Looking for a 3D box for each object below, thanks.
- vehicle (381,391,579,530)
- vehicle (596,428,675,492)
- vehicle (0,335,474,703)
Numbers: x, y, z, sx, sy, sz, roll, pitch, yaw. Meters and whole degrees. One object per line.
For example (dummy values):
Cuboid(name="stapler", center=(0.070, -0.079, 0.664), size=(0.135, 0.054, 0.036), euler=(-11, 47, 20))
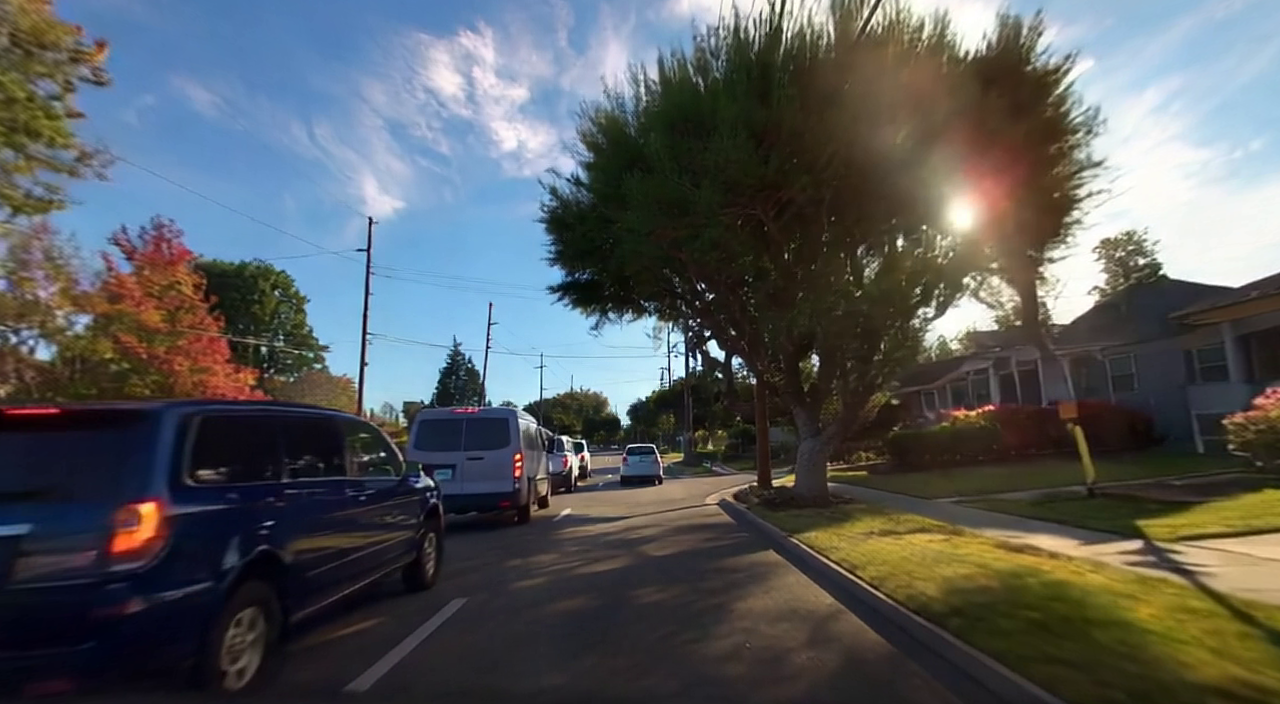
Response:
Cuboid(name="vehicle", center=(-2.799, 2.127, 12.796), size=(2.411, 2.185, 5.544), euler=(0, -9, 2))
Cuboid(name="vehicle", center=(-0.124, 3.232, 19.081), size=(2.120, 1.718, 3.909), euler=(0, -9, 0))
Cuboid(name="vehicle", center=(-2.842, 1.106, 4.333), size=(2.105, 1.709, 4.251), euler=(0, -9, 2))
